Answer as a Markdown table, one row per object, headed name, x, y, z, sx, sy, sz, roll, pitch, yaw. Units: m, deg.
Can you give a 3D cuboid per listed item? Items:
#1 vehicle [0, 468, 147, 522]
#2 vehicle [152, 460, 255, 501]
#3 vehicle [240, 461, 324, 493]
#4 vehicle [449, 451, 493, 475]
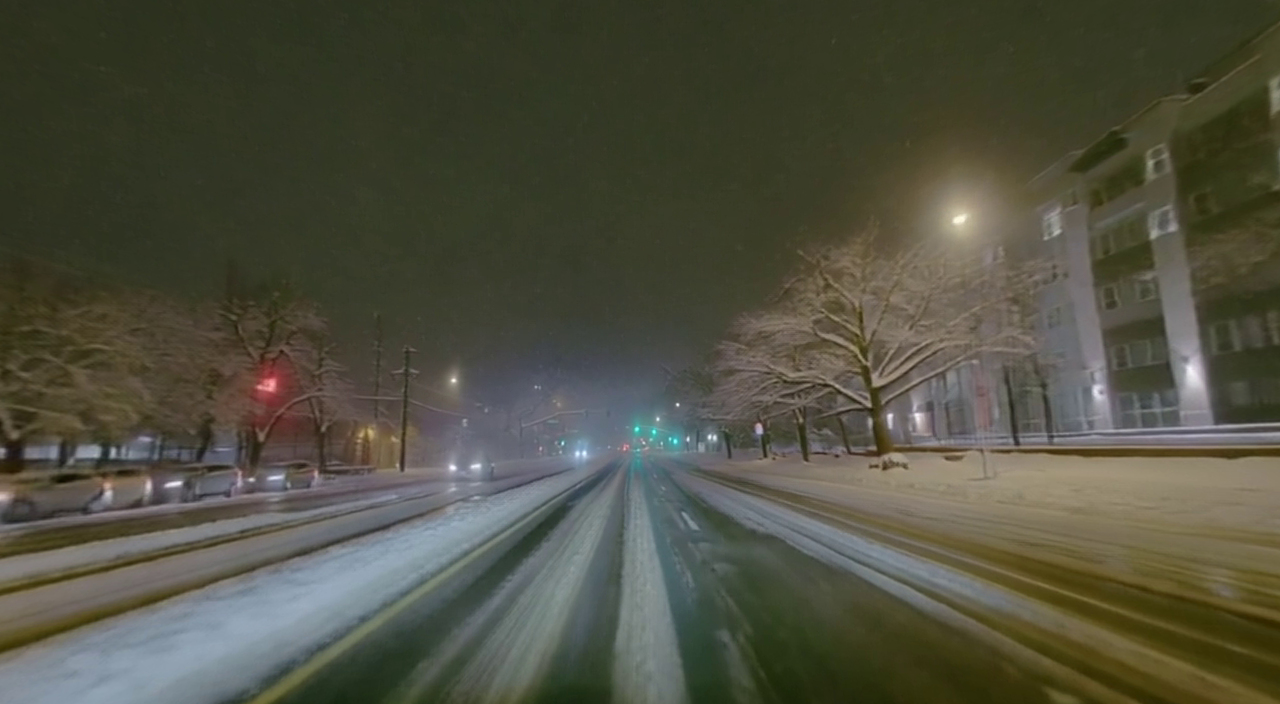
| name | x | y | z | sx | sy | sz | roll | pitch | yaw |
| --- | --- | --- | --- | --- | --- | --- | --- | --- | --- |
| vehicle | -19.862 | 4.853 | 21.852 | 1.856 | 1.479 | 4.554 | 0 | -9 | 1 |
| vehicle | -20.008 | 5.874 | 29.214 | 1.815 | 1.629 | 4.123 | 0 | -9 | -1 |
| vehicle | -20.022 | 6.975 | 35.627 | 1.870 | 1.486 | 5.031 | -1 | -8 | -1 |
| vehicle | -12.172 | 8.012 | 45.795 | 1.918 | 1.546 | 4.683 | 0 | -9 | 0 |
